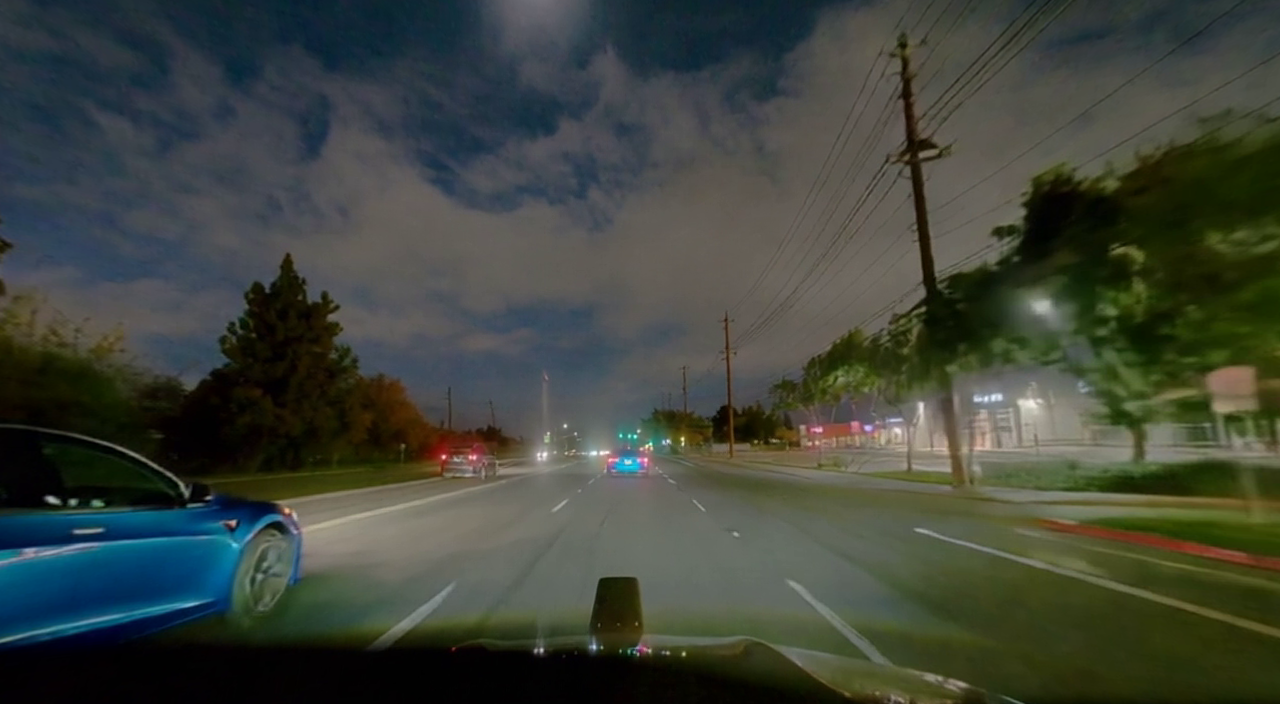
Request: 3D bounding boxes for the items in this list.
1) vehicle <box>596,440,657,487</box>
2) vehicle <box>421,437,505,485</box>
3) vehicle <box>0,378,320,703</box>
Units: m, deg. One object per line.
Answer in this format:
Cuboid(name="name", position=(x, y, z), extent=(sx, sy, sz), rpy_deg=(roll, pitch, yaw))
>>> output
Cuboid(name="vehicle", position=(-0.495, 4.291, 24.695), extent=(2.189, 1.652, 4.135), rpy_deg=(0, -9, 0))
Cuboid(name="vehicle", position=(-7.348, 4.572, 26.792), extent=(2.203, 1.819, 4.547), rpy_deg=(0, -8, 1))
Cuboid(name="vehicle", position=(-3.719, 0.949, 2.854), extent=(1.985, 1.607, 4.892), rpy_deg=(0, -9, 0))
